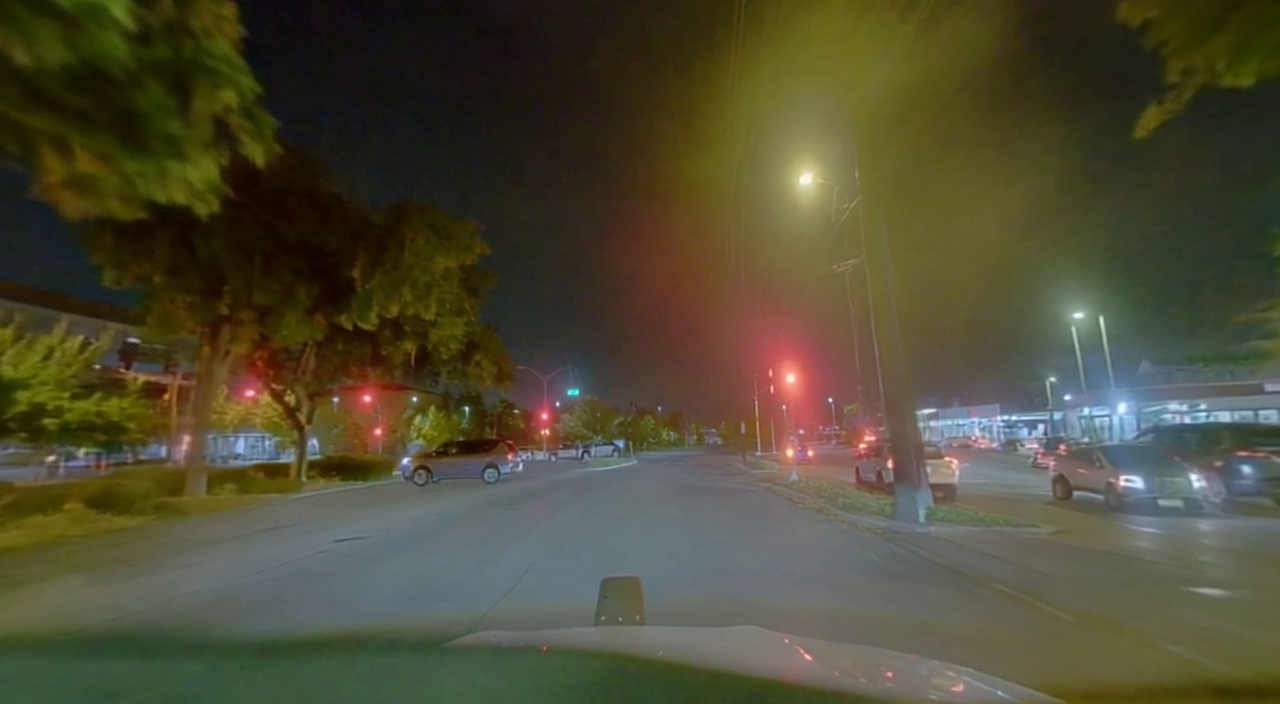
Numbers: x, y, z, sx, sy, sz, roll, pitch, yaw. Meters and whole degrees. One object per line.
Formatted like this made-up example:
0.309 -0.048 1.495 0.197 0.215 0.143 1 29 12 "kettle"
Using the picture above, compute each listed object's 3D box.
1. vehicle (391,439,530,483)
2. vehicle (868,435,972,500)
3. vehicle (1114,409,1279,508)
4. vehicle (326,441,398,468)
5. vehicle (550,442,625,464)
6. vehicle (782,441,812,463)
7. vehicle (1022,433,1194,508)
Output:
-6.321 3.871 22.579 4.376 1.476 1.791 -1 -9 4 "vehicle"
7.403 3.053 17.157 1.867 1.479 4.452 -3 -9 15 "vehicle"
13.878 2.466 15.027 2.265 1.919 5.745 -4 -9 18 "vehicle"
-19.264 7.122 44.029 2.082 1.779 4.841 -2 -9 12 "vehicle"
-3.685 7.094 44.259 4.792 1.468 2.116 -3 -9 15 "vehicle"
12.042 7.612 48.375 2.061 1.519 4.794 -3 -8 15 "vehicle"
11.547 2.910 16.052 2.031 1.592 4.470 -3 -9 17 "vehicle"
